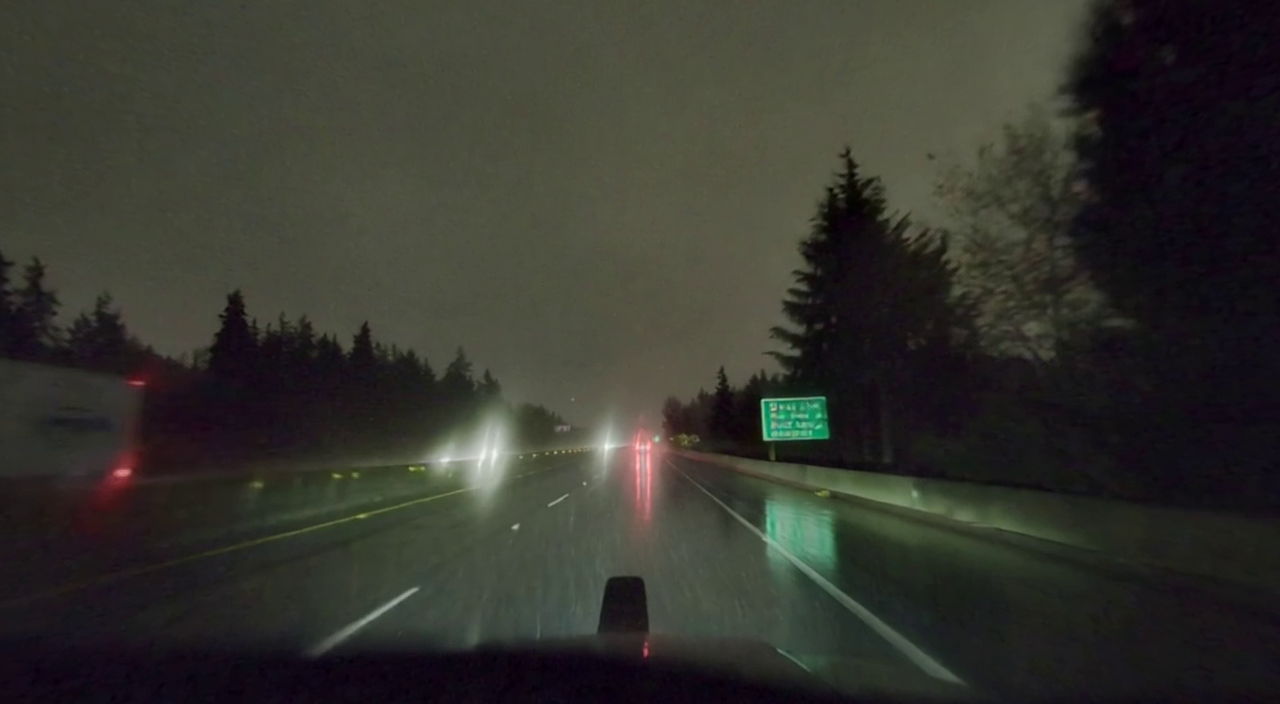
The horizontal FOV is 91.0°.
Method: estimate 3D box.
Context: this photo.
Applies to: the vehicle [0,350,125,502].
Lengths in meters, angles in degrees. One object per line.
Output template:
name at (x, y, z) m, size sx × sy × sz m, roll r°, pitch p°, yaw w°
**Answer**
vehicle at (-17.644, 1.122, 10.857) m, size 2.986 × 3.793 × 17.217 m, roll 0°, pitch -8°, yaw 0°
